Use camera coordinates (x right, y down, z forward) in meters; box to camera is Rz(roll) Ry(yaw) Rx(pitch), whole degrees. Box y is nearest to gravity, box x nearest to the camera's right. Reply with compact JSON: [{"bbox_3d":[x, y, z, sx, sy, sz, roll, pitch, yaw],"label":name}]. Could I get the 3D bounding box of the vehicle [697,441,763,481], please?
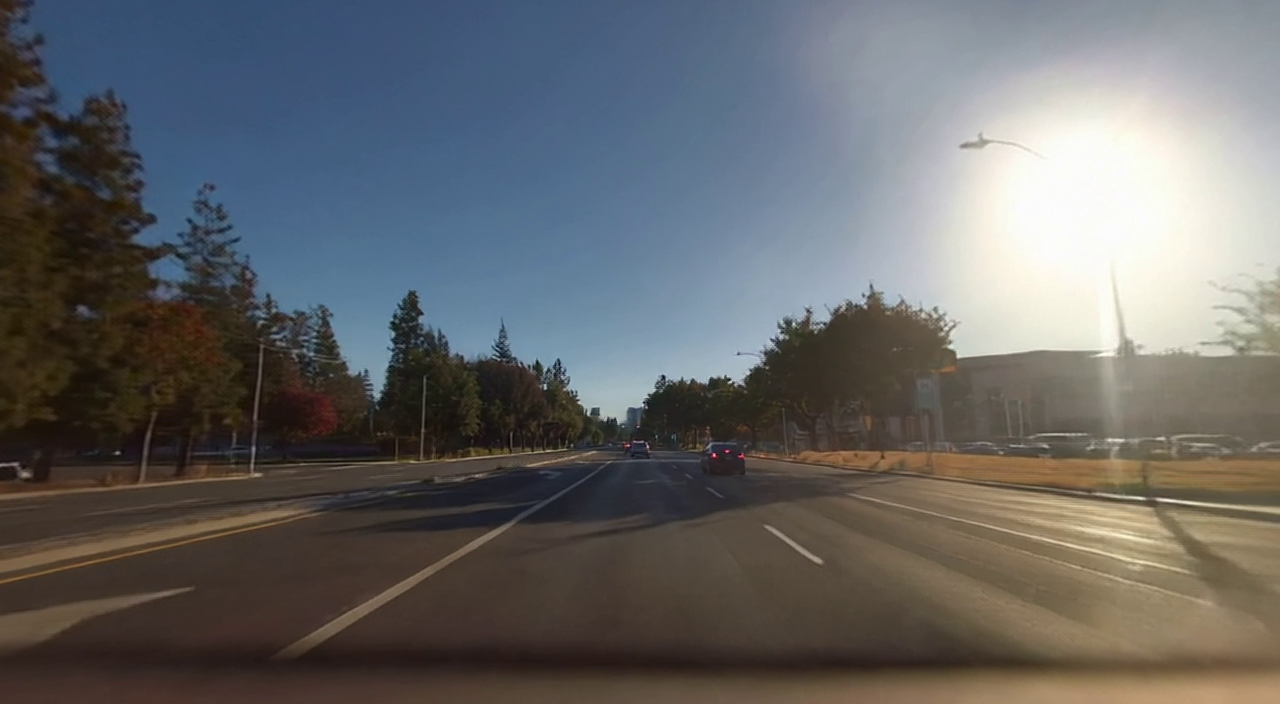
[{"bbox_3d":[3.638,4.505,26.415,1.948,1.479,4.620,0,-9,-2],"label":"vehicle"}]
